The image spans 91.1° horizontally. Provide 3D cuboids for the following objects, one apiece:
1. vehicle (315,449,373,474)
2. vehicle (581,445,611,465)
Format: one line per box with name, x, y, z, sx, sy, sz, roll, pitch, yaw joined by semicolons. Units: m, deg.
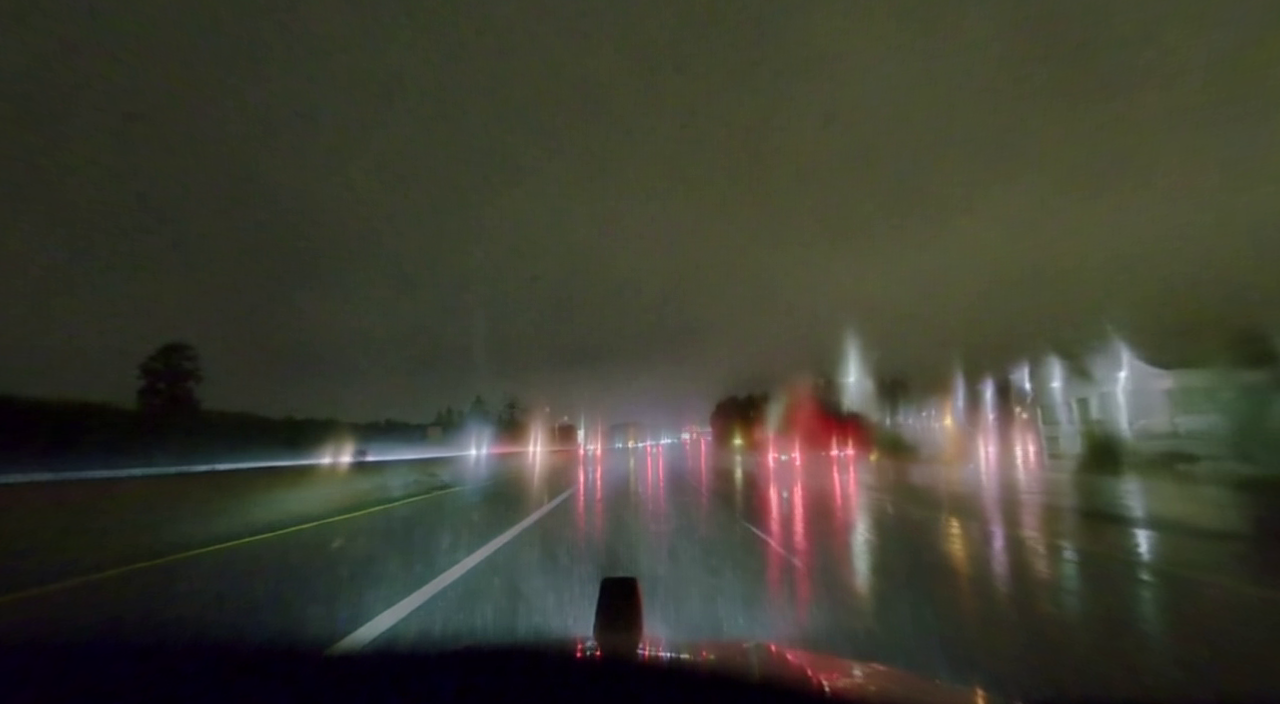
vehicle;-20.172;7.466;43.039;1.775;1.523;4.403;0;-8;1
vehicle;-3.409;8.048;49.210;2.001;1.521;3.900;-1;-9;1
